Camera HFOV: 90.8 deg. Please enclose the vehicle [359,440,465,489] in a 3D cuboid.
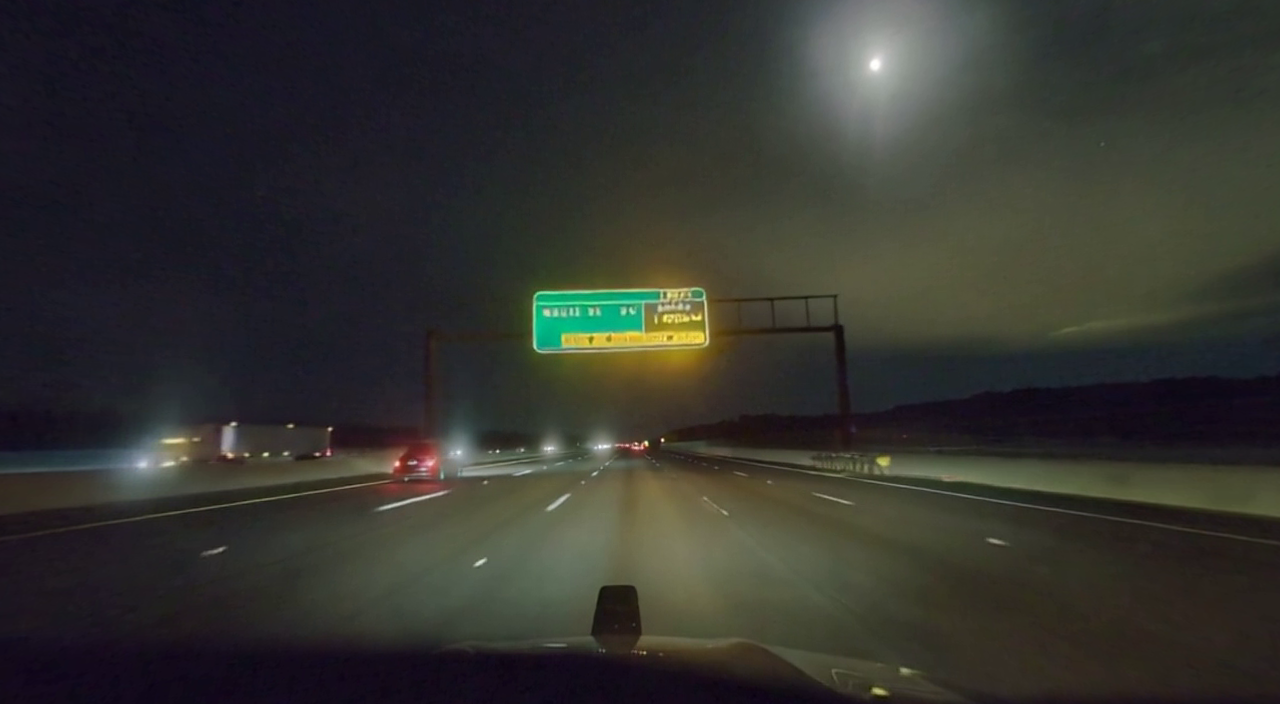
[{"bbox_3d":[-7.981,3.968,22.680,2.005,1.545,4.874,0,-8,0],"label":"vehicle"}]
